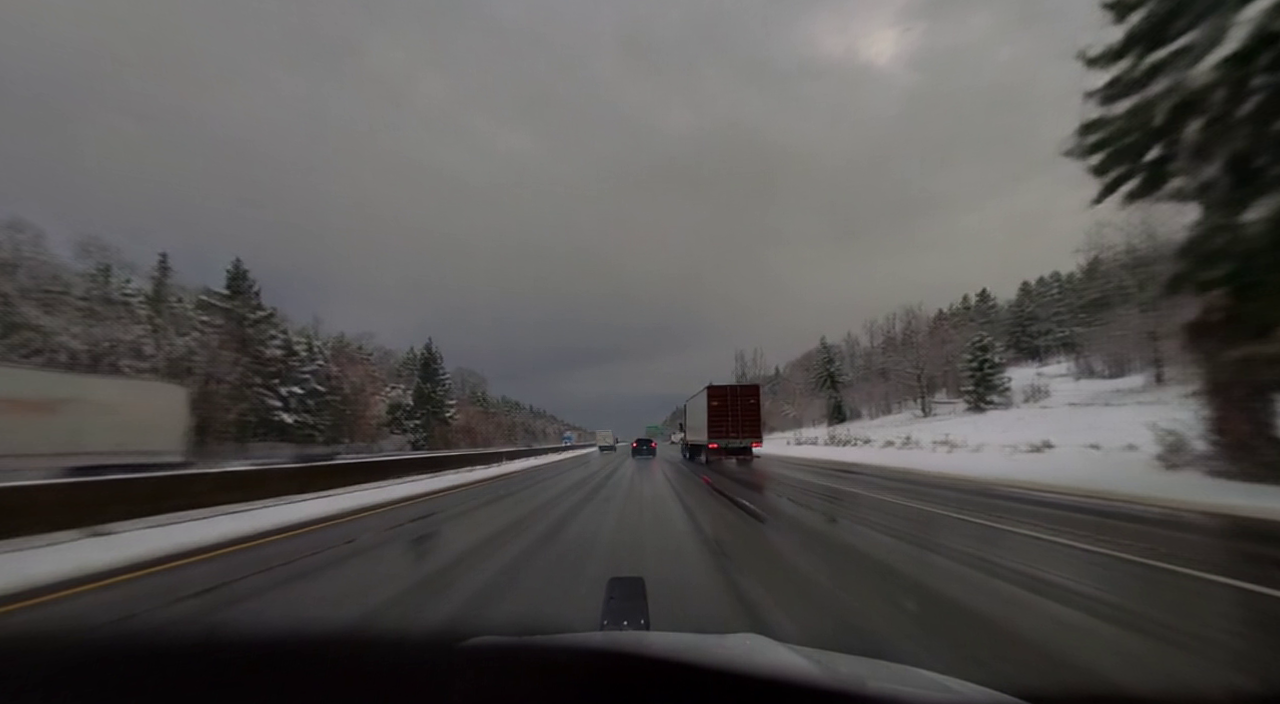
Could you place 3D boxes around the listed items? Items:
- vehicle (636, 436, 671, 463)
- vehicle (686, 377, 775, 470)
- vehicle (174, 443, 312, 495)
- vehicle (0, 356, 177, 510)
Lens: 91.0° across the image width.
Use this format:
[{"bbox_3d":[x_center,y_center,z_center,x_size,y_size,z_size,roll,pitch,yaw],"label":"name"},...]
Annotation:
[{"bbox_3d":[0.822,6.181,40.040,2.139,1.607,4.034,0,-8,0],"label":"vehicle"},{"bbox_3d":[4.571,4.194,35.443,3.005,4.131,14.221,0,-8,0],"label":"vehicle"},{"bbox_3d":[-13.723,4.026,22.154,1.935,1.585,4.549,0,-8,-1],"label":"vehicle"},{"bbox_3d":[-18.611,2.586,19.704,2.938,4.072,6.513,0,-8,1],"label":"vehicle"}]
